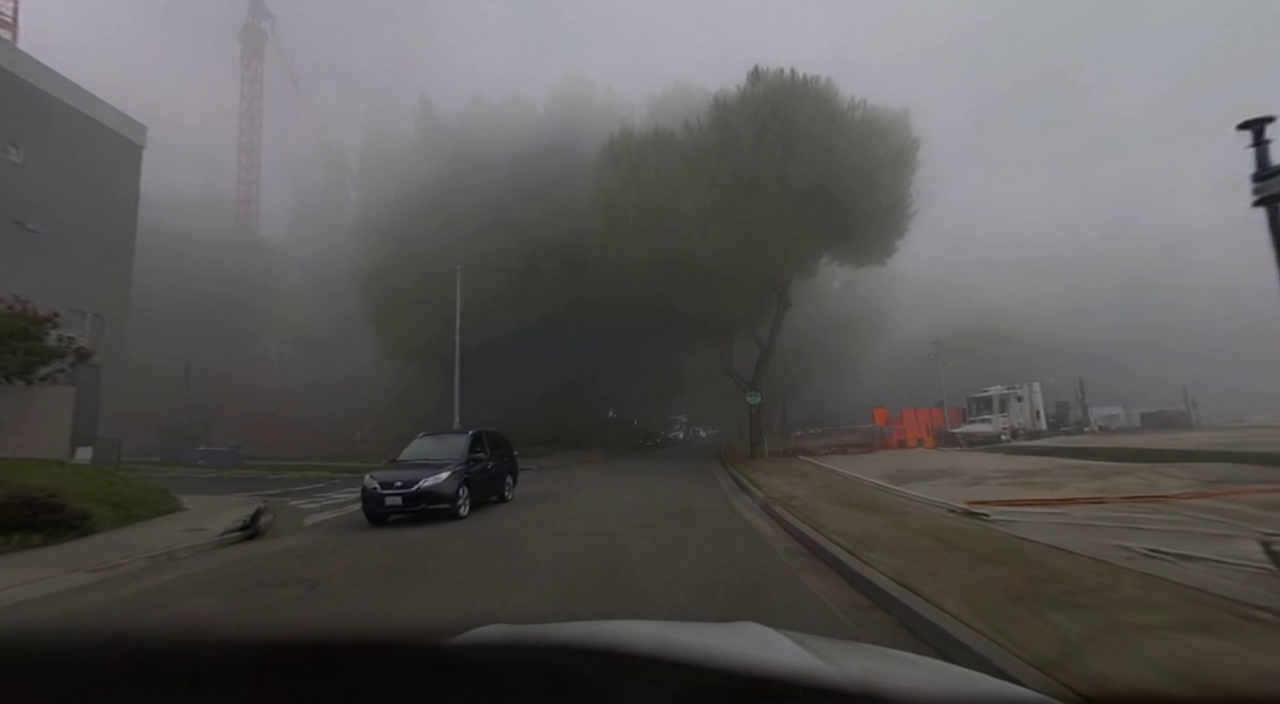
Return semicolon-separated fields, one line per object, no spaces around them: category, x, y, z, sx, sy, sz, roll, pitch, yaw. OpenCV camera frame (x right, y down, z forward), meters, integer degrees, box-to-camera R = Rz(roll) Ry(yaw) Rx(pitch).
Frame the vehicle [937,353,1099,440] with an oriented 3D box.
vehicle;19.103;2.596;32.913;3.031;3.863;9.734;-1;-7;5

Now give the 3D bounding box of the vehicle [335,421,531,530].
vehicle;-3.575;2.174;11.846;1.967;1.646;4.192;-1;-7;5
